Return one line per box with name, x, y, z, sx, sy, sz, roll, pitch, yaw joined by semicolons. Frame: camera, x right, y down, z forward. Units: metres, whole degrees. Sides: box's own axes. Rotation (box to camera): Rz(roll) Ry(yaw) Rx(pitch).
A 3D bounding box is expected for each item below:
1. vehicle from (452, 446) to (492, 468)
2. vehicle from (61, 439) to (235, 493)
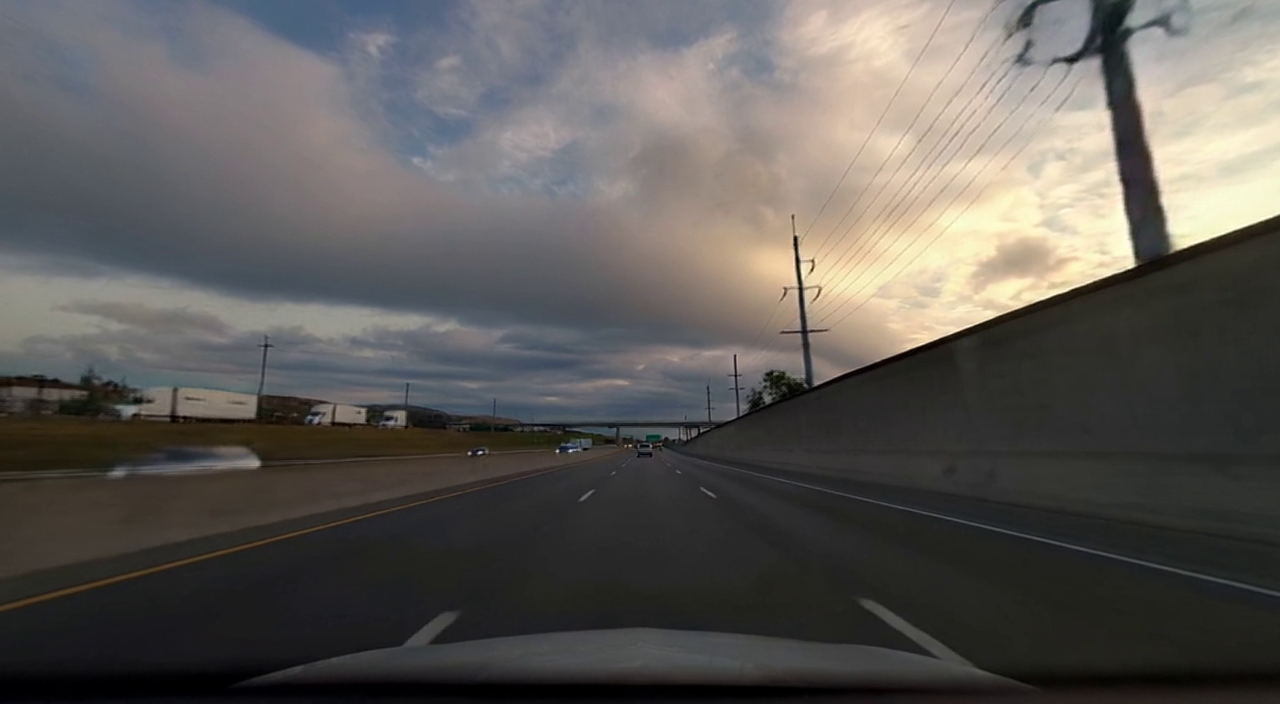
vehicle;-11.078;6.971;41.875;1.551;1.382;3.595;0;-10;2
vehicle;-14.750;3.425;19.303;1.822;1.434;4.298;0;-9;0
